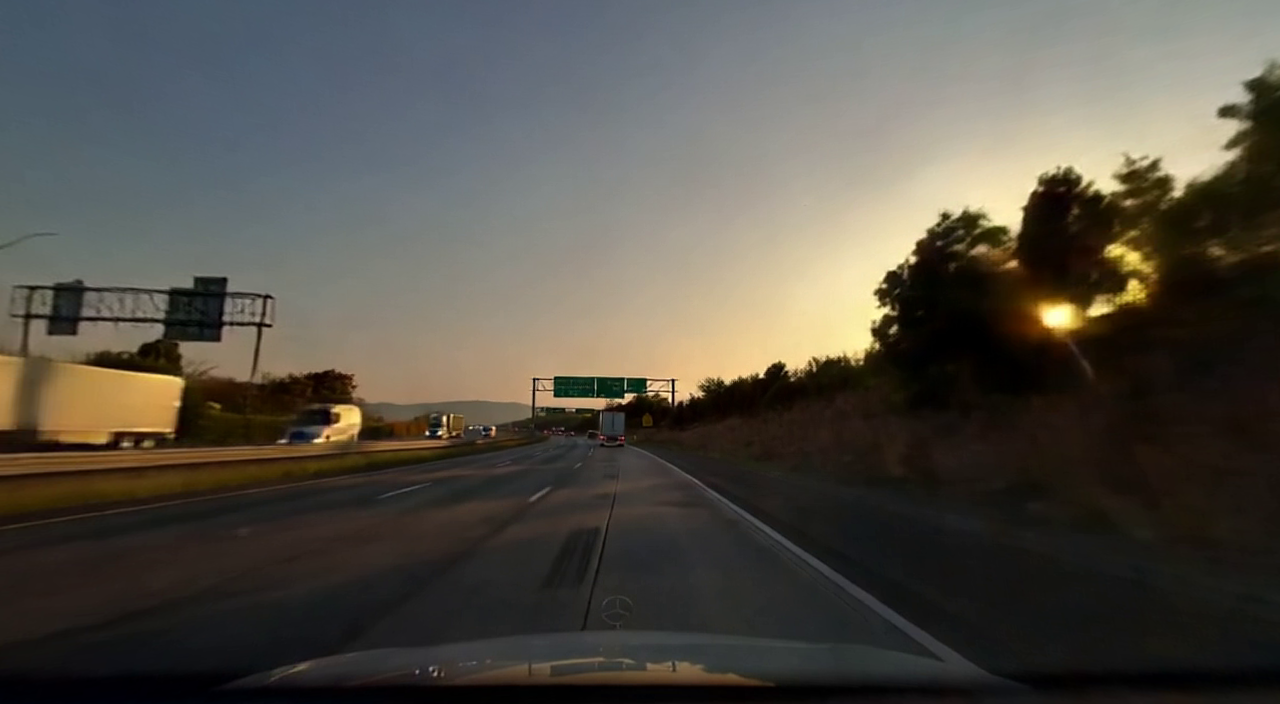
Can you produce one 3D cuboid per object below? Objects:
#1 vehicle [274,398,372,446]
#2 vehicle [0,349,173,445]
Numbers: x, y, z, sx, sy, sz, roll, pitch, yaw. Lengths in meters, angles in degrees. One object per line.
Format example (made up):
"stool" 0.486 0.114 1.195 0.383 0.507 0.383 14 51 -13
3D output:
"vehicle" -17.330 3.966 34.974 2.197 2.403 6.709 0 -8 -3
"vehicle" -24.981 2.239 27.627 2.879 3.613 8.128 0 -8 -2
